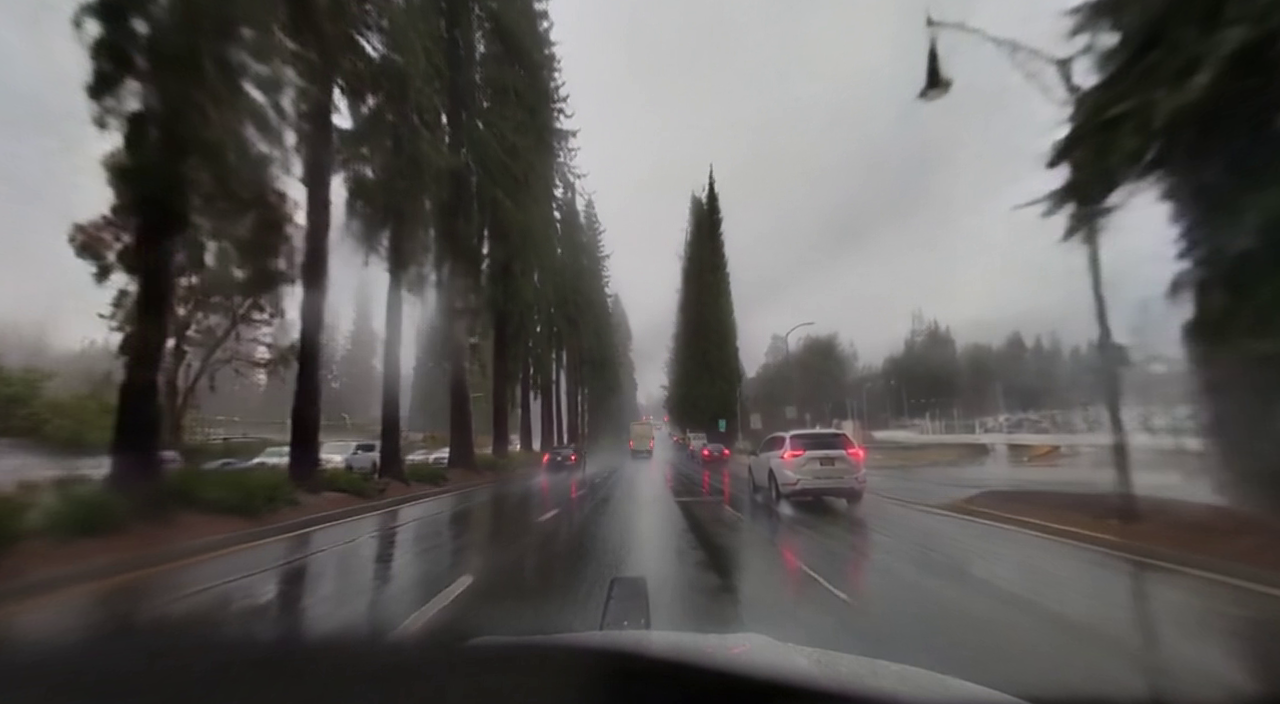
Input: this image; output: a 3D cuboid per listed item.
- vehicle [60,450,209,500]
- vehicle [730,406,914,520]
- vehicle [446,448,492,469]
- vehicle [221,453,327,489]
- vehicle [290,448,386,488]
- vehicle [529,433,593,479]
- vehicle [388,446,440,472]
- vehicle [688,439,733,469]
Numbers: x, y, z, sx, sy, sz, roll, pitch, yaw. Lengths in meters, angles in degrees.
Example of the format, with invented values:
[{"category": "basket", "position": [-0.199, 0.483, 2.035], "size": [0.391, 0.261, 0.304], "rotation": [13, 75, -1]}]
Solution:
[{"category": "vehicle", "position": [-21.368, 5.161, 27.003], "size": [2.077, 1.863, 5.073], "rotation": [0, -9, 1]}, {"category": "vehicle", "position": [3.651, 2.422, 14.224], "size": [2.381, 2.008, 5.971], "rotation": [0, -9, 0]}, {"category": "vehicle", "position": [-13.430, 8.378, 49.801], "size": [2.142, 1.528, 4.804], "rotation": [0, -9, 2]}, {"category": "vehicle", "position": [-17.314, 5.631, 30.139], "size": [2.105, 1.507, 4.927], "rotation": [0, -9, 0]}, {"category": "vehicle", "position": [-13.328, 5.113, 28.257], "size": [1.989, 1.584, 5.018], "rotation": [0, -9, -2]}, {"category": "vehicle", "position": [-3.535, 4.803, 29.262], "size": [2.255, 1.940, 4.822], "rotation": [0, -9, 1]}, {"category": "vehicle", "position": [-16.847, 7.966, 47.258], "size": [1.965, 1.780, 5.122], "rotation": [-1, -9, 1]}, {"category": "vehicle", "position": [4.267, 6.274, 38.893], "size": [2.280, 1.757, 4.572], "rotation": [0, -9, 1]}]
